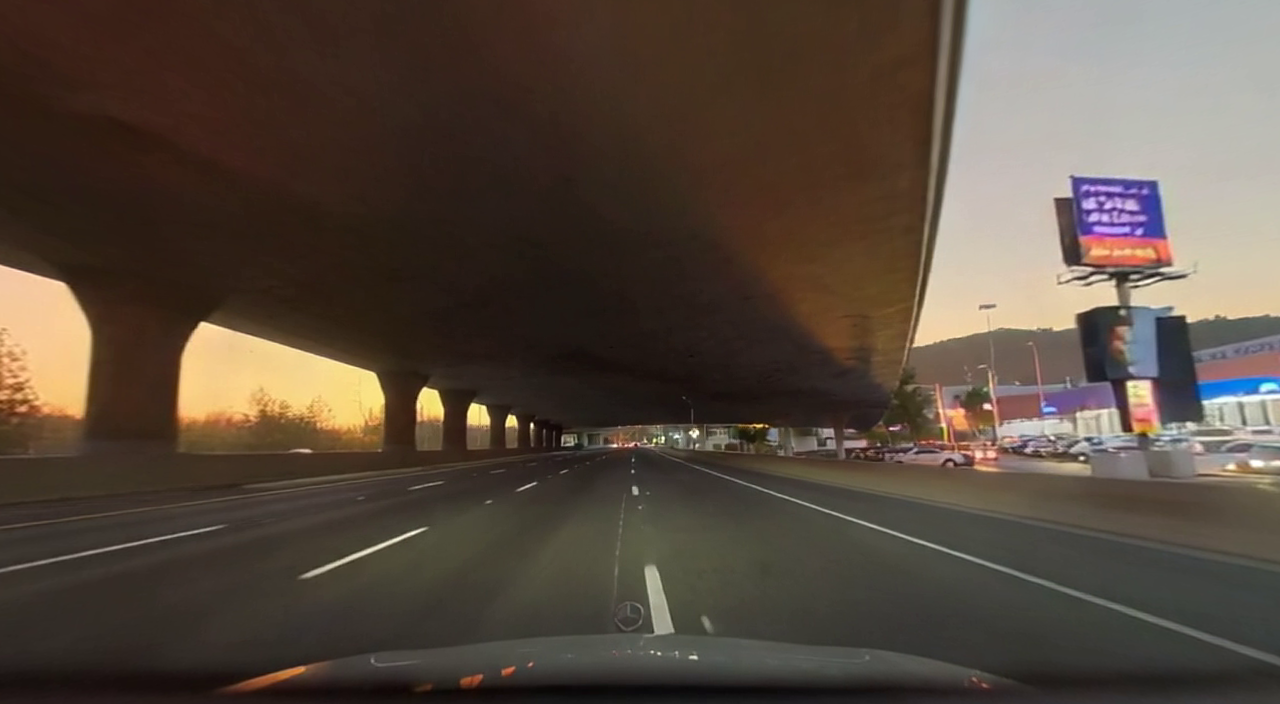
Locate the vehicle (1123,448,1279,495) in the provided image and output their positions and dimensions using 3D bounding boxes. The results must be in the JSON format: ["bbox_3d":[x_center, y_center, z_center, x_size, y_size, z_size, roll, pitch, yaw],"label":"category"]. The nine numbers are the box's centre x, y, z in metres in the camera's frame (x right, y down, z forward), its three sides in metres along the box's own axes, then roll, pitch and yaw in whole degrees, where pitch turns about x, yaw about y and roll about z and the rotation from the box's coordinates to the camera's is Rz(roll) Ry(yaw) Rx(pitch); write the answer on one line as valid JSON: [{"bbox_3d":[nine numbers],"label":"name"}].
[{"bbox_3d":[27.053,5.732,30.446,5.531,1.855,2.208,-3,-8,-1],"label":"vehicle"}]
